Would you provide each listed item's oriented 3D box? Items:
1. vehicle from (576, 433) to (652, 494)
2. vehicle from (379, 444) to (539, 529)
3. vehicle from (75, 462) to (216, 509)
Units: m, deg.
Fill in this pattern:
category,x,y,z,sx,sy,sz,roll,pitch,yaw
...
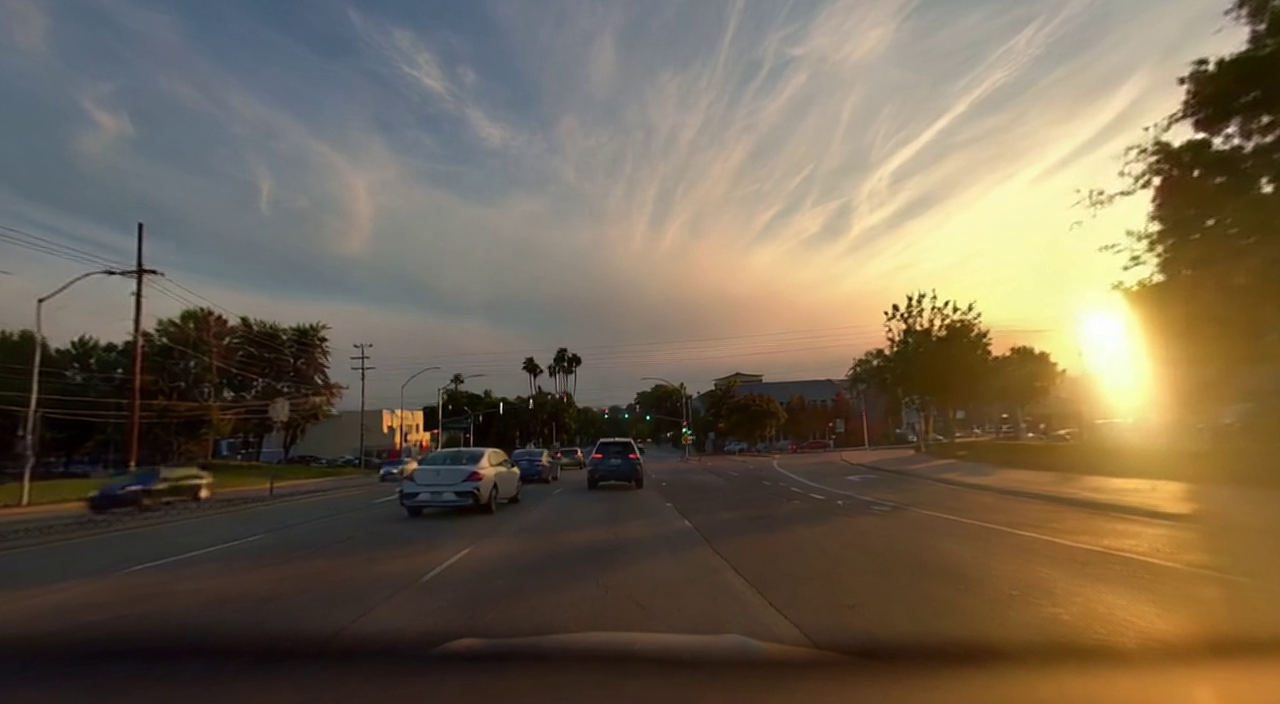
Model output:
category,x,y,z,sx,sy,sz,roll,pitch,yaw
vehicle,-0.793,3.661,21.162,2.276,1.850,3.897,0,-8,0
vehicle,-3.553,2.693,13.394,2.064,1.464,4.373,0,-8,1
vehicle,-18.615,5.013,24.087,1.872,1.468,4.316,0,-8,0
